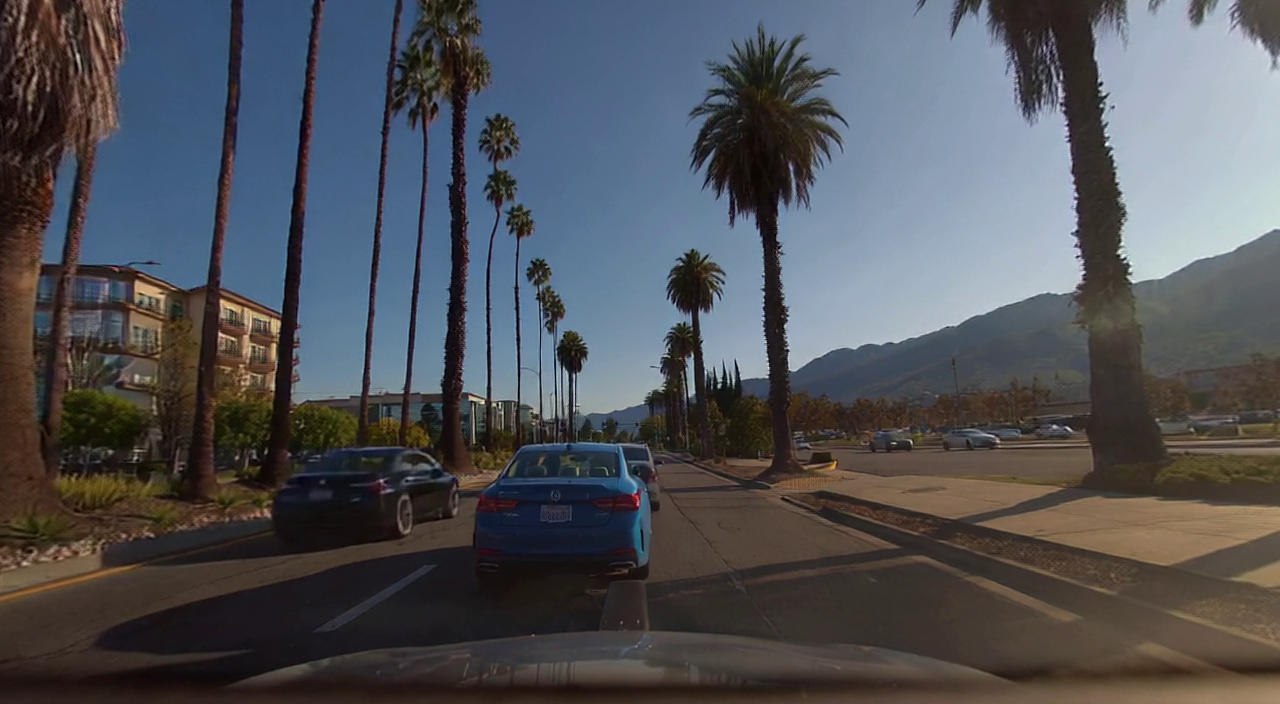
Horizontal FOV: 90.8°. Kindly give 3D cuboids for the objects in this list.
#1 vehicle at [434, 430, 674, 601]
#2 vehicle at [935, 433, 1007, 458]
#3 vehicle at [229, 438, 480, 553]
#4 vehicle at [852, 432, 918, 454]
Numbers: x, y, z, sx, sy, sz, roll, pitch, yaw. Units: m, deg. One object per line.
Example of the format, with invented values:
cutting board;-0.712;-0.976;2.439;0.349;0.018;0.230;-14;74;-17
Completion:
vehicle;-0.816;1.712;7.507;2.067;1.459;3.886;0;-8;-2
vehicle;21.331;6.011;40.694;4.640;1.526;1.961;5;-10;-32
vehicle;-4.353;2.244;10.774;1.964;1.466;5.009;0;-8;0
vehicle;19.237;7.198;49.800;1.925;1.652;4.490;6;-10;-34
